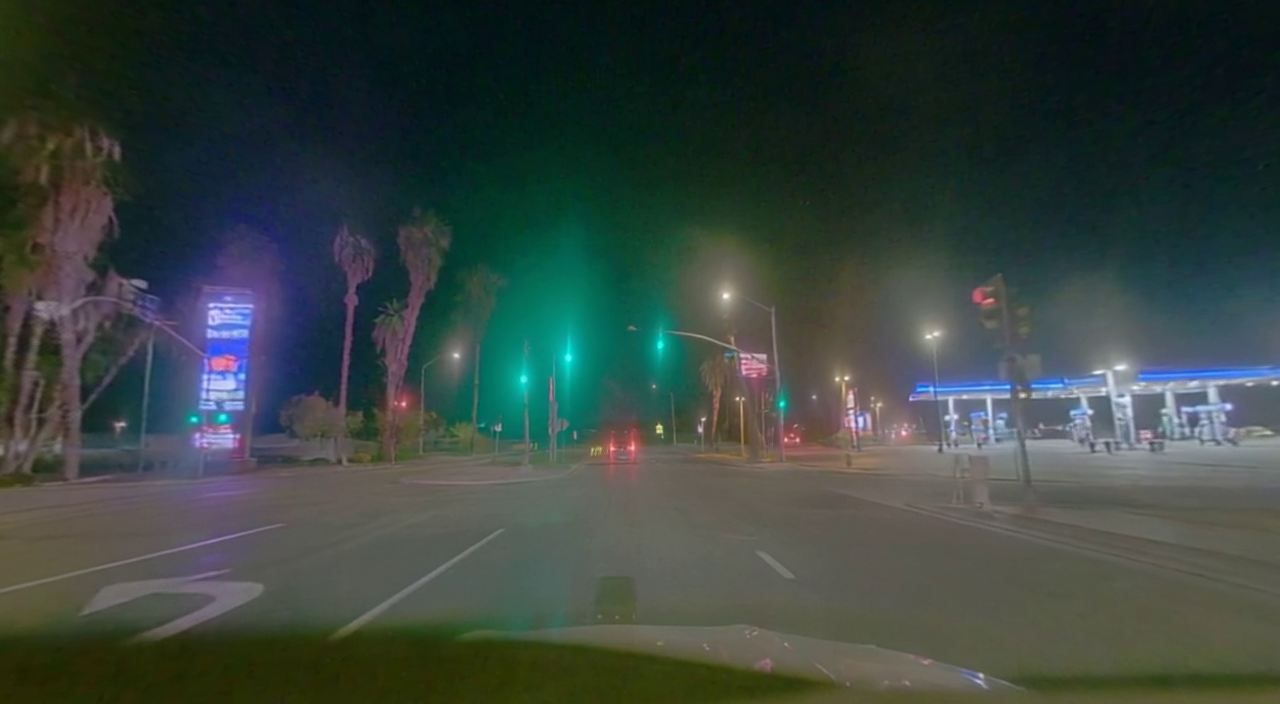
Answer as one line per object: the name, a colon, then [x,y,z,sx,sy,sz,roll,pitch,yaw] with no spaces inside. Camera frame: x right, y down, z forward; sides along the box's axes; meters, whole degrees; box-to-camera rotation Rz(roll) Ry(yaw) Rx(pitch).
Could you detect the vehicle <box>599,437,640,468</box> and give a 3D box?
vehicle: [-1.126,5.425,34.141,2.073,1.525,4.809,0,-9,-2]
